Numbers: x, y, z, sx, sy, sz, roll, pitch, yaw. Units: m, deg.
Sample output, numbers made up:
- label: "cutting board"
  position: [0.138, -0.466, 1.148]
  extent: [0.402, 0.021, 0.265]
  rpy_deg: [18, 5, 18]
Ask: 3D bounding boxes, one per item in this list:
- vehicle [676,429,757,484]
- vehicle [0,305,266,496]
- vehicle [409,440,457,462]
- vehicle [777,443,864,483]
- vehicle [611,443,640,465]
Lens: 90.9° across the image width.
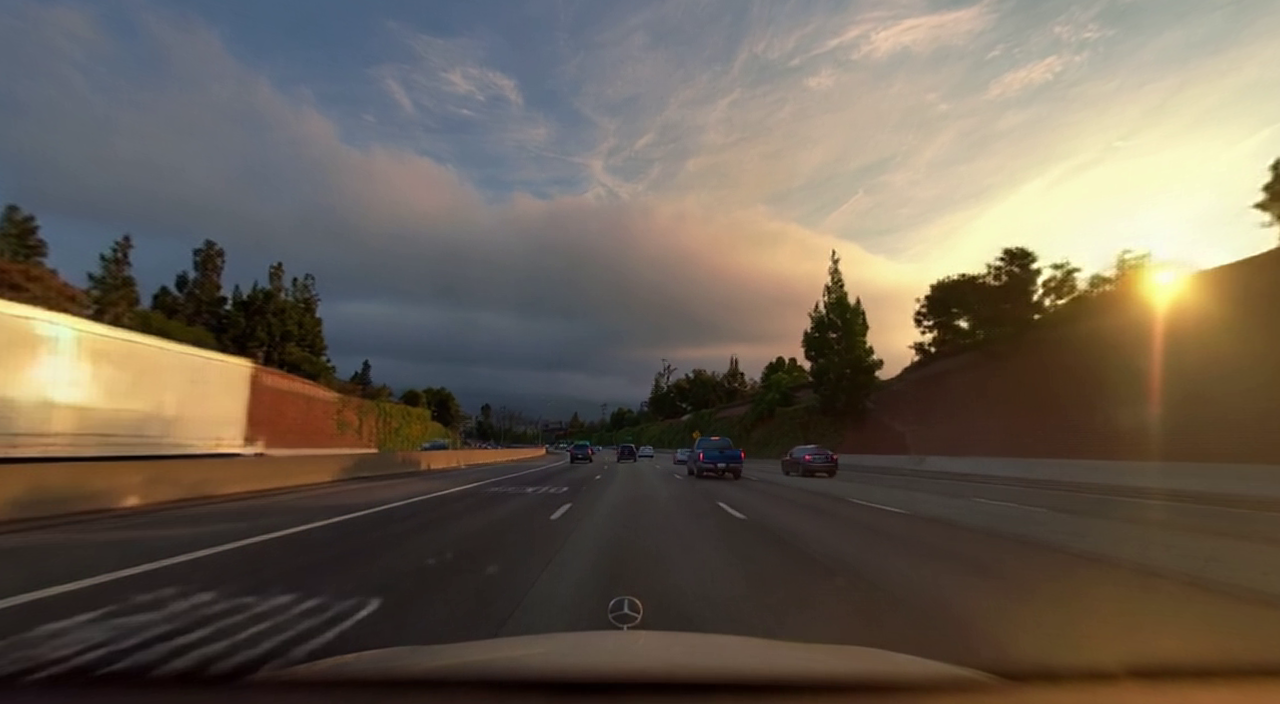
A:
- label: "vehicle"
  position: [2.922, 4.167, 25.479]
  extent: [2.374, 1.952, 5.431]
  rpy_deg: [0, -8, -2]
- label: "vehicle"
  position: [-13.892, 1.152, 13.525]
  extent: [3.332, 3.597, 13.916]
  rpy_deg: [0, -8, 0]
- label: "vehicle"
  position: [-14.751, 7.069, 45.275]
  extent: [2.044, 1.488, 4.527]
  rpy_deg: [0, -8, -2]
- label: "vehicle"
  position: [7.333, 4.548, 26.242]
  extent: [1.976, 1.485, 4.925]
  rpy_deg: [0, -8, -3]
- label: "vehicle"
  position: [-1.161, 7.870, 48.784]
  extent: [2.050, 1.607, 3.821]
  rpy_deg: [0, -8, -3]
